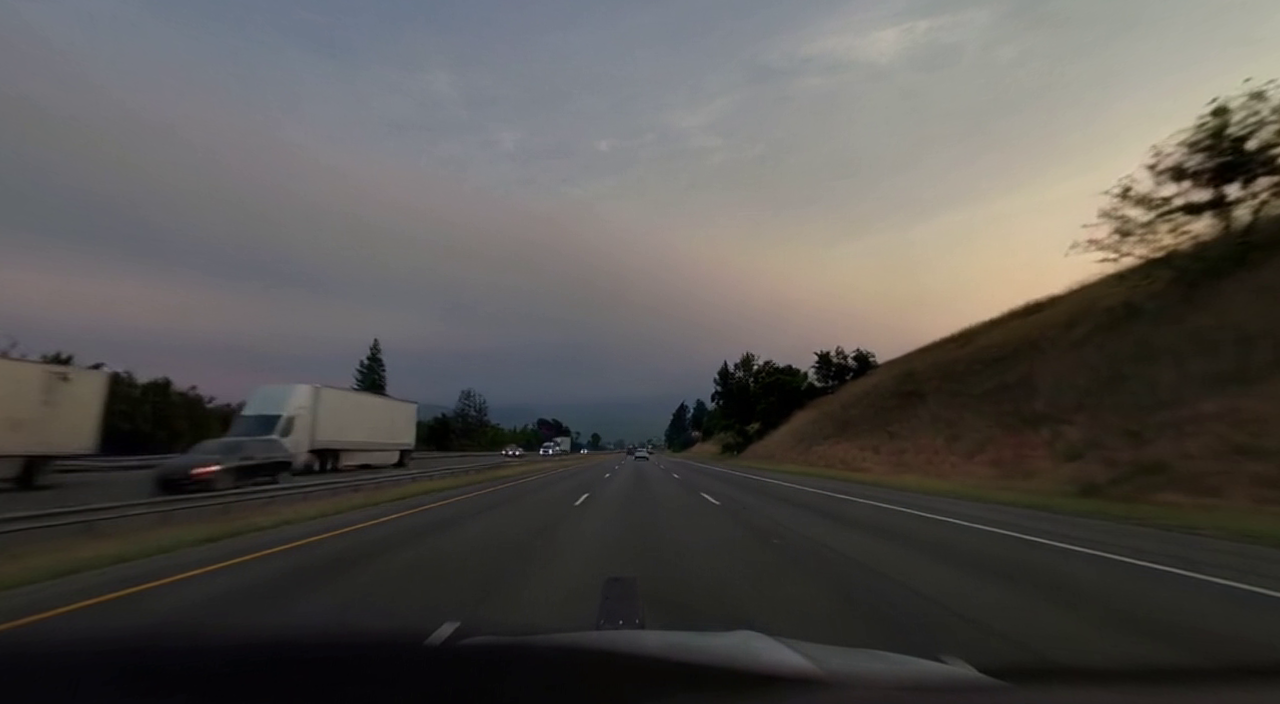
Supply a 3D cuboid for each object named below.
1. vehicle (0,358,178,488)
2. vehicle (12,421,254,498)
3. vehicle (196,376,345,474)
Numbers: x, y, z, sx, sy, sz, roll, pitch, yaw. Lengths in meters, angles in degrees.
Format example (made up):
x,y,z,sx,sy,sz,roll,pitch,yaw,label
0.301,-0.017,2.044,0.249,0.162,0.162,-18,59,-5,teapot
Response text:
x,y,z,sx,sy,sz,roll,pitch,yaw,label
-19.571,2.255,19.507,2.849,3.641,10.159,0,-9,0,vehicle
-11.423,2.470,14.755,1.992,1.503,4.414,0,-9,-1,vehicle
-15.708,3.269,27.430,2.994,3.812,5.736,0,-9,-2,vehicle
